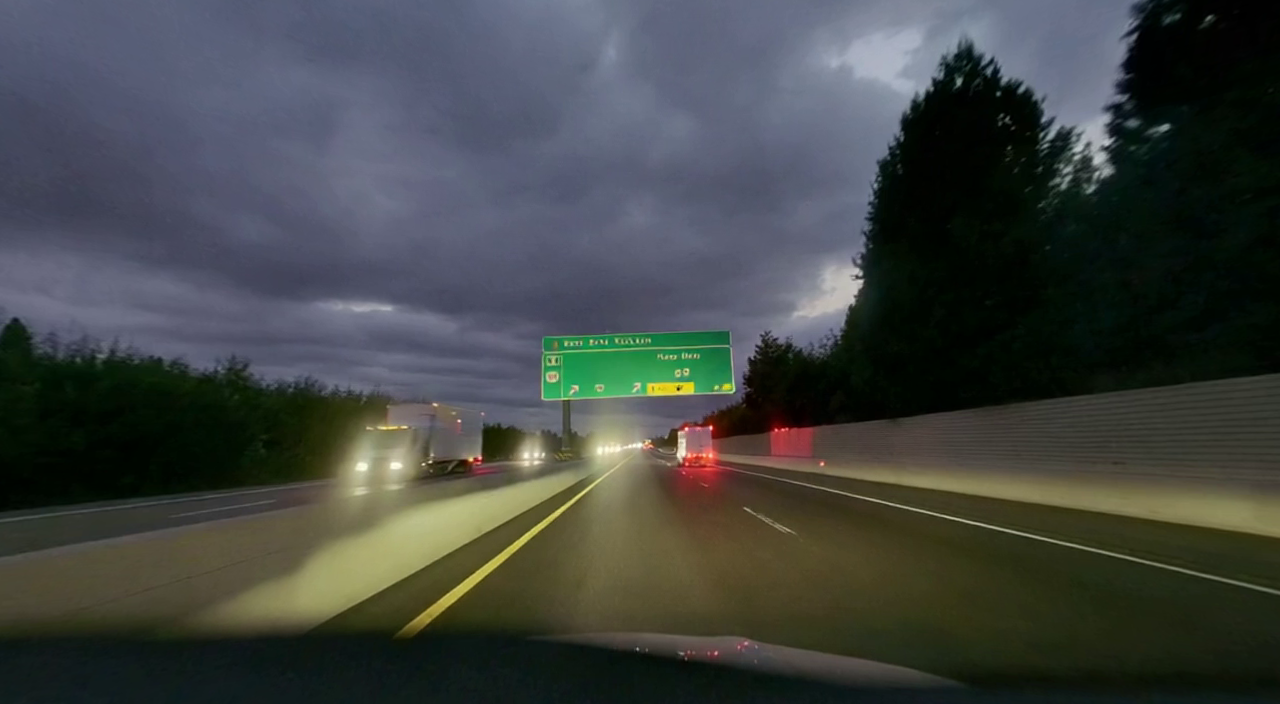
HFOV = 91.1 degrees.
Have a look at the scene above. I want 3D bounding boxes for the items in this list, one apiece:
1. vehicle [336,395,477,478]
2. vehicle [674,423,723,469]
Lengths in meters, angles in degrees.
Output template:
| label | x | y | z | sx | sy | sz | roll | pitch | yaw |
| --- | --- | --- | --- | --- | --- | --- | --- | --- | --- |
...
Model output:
| label | x | y | z | sx | sy | sz | roll | pitch | yaw |
| --- | --- | --- | --- | --- | --- | --- | --- | --- | --- |
| vehicle | -12.871 | 5.063 | 36.734 | 3.219 | 3.940 | 13.412 | 0 | -9 | 0 |
| vehicle | 3.818 | 6.325 | 42.266 | 2.449 | 2.805 | 6.763 | 0 | -9 | -1 |
